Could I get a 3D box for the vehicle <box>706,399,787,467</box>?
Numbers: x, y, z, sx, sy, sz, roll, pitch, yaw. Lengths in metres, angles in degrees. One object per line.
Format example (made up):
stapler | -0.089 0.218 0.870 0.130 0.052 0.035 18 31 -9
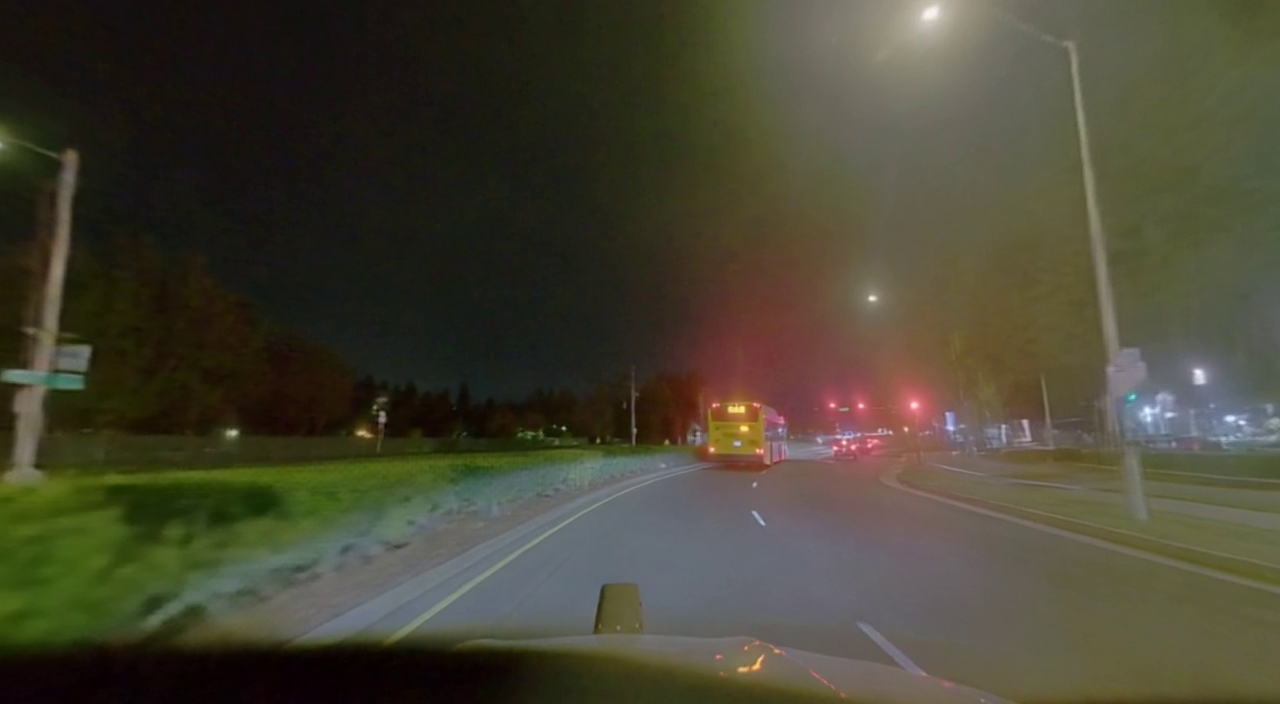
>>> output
vehicle | 6.622 4.948 37.436 3.031 3.429 11.005 -3 -9 18
